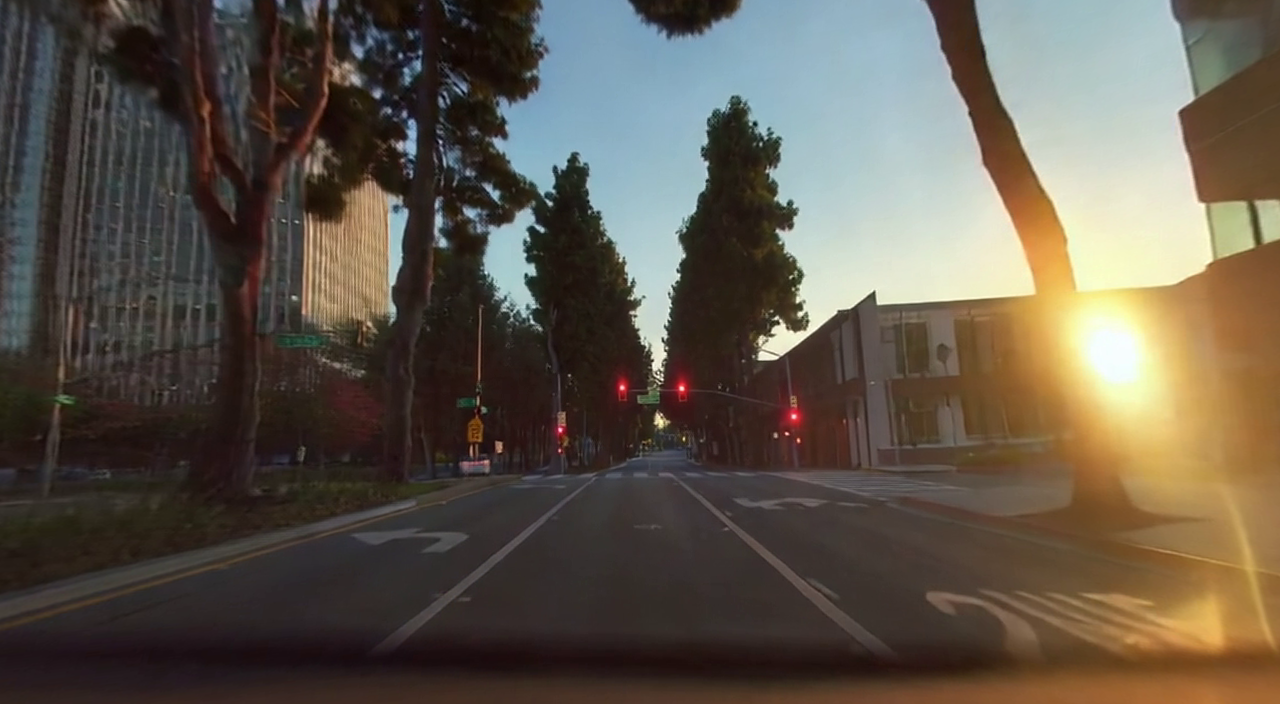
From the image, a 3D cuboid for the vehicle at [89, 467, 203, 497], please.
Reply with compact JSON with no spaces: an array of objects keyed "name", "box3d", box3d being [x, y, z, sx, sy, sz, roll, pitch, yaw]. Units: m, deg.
[{"name":"vehicle","box3d":[-28.420,7.499,36.480,4.758,1.549,2.194,0,-8,1]}]
